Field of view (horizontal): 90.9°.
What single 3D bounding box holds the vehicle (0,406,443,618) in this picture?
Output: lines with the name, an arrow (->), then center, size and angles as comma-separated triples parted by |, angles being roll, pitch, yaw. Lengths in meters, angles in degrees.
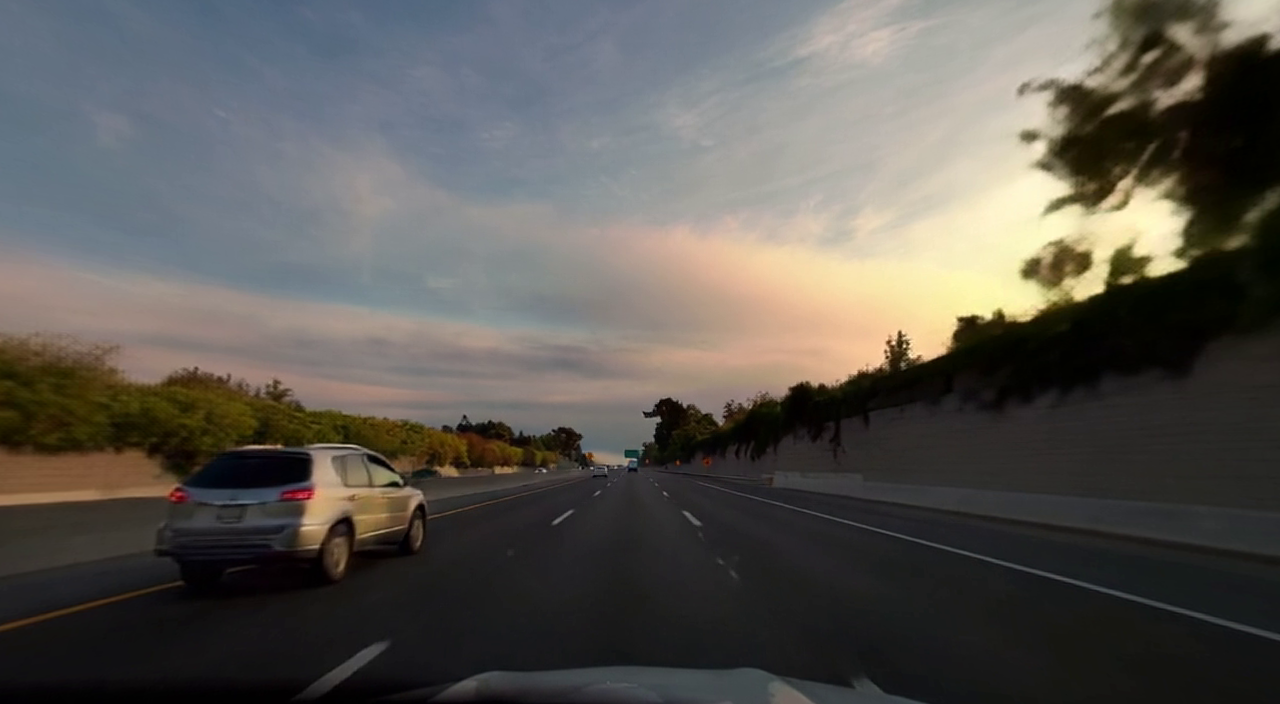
vehicle -> -4.308, 1.783, 7.781 | 2.178, 1.736, 4.847 | 1, -10, 0
